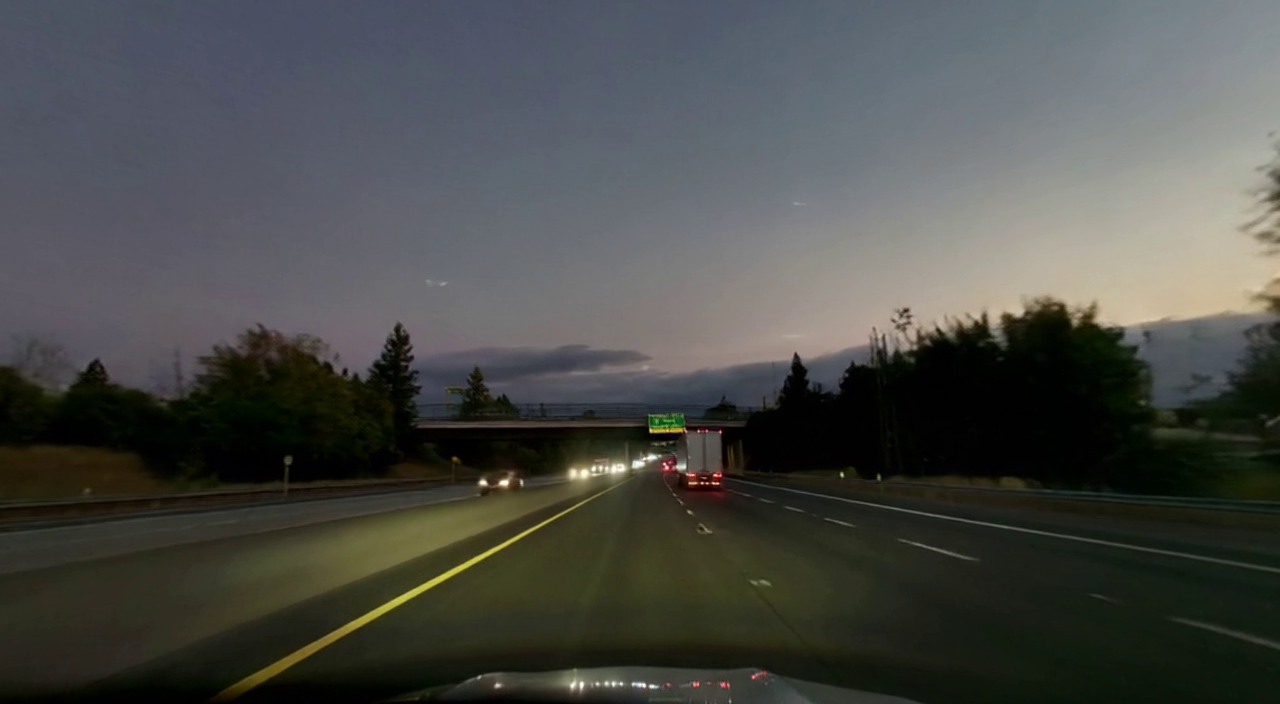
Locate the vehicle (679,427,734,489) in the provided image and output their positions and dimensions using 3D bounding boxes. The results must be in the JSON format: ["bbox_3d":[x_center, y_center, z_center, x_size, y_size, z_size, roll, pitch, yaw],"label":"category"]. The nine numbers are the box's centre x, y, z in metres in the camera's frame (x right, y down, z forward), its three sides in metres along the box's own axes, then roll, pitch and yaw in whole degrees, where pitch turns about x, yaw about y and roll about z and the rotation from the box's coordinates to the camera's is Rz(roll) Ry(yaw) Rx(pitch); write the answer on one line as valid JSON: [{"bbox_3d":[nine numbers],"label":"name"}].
[{"bbox_3d":[4.793,8.146,47.963,3.054,4.005,11.895,1,-11,1],"label":"vehicle"}]
